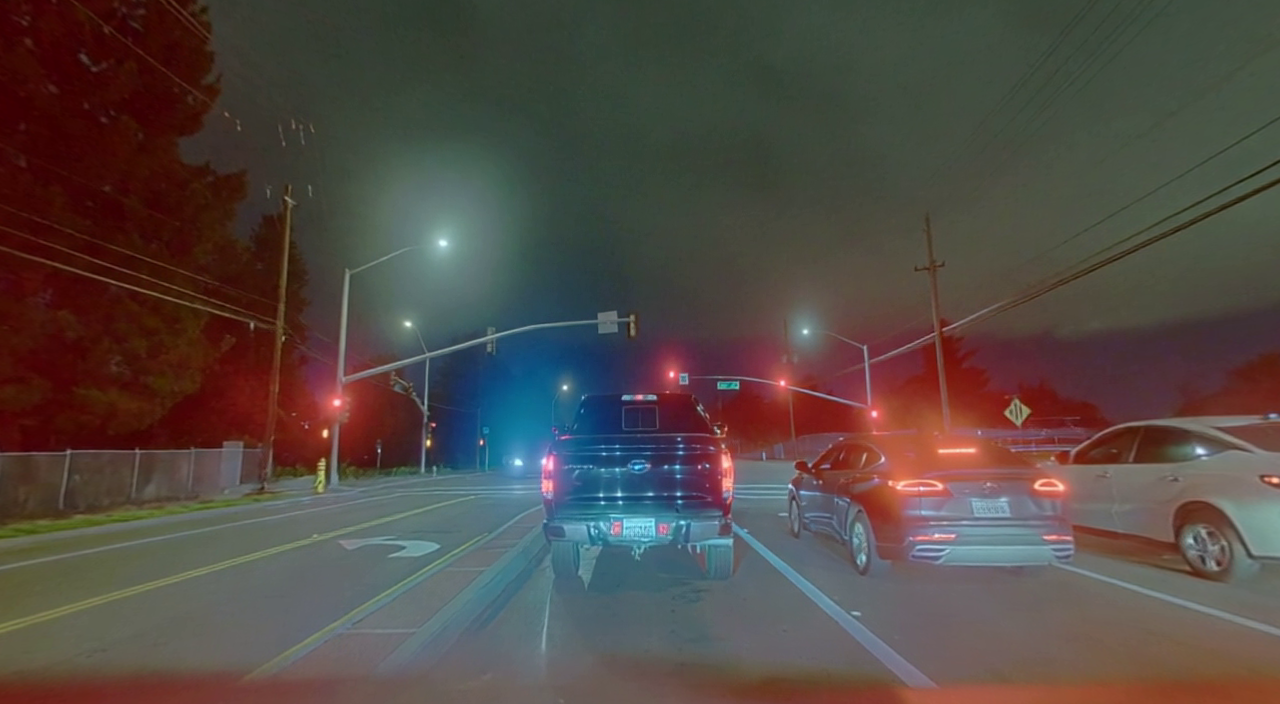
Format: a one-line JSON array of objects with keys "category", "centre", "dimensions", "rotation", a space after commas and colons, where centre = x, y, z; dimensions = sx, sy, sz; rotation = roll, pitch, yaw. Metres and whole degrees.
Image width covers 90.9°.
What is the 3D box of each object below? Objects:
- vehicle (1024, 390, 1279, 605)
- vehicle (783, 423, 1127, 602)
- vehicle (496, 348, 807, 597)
[{"category": "vehicle", "centre": [6.175, 1.349, 6.249], "dimensions": [1.982, 1.727, 4.352], "rotation": [0, -8, 0]}, {"category": "vehicle", "centre": [3.123, 1.657, 7.418], "dimensions": [1.993, 1.495, 4.060], "rotation": [0, -8, 1]}, {"category": "vehicle", "centre": [0.149, 1.542, 8.944], "dimensions": [2.831, 2.284, 6.149], "rotation": [0, -8, 1]}]
